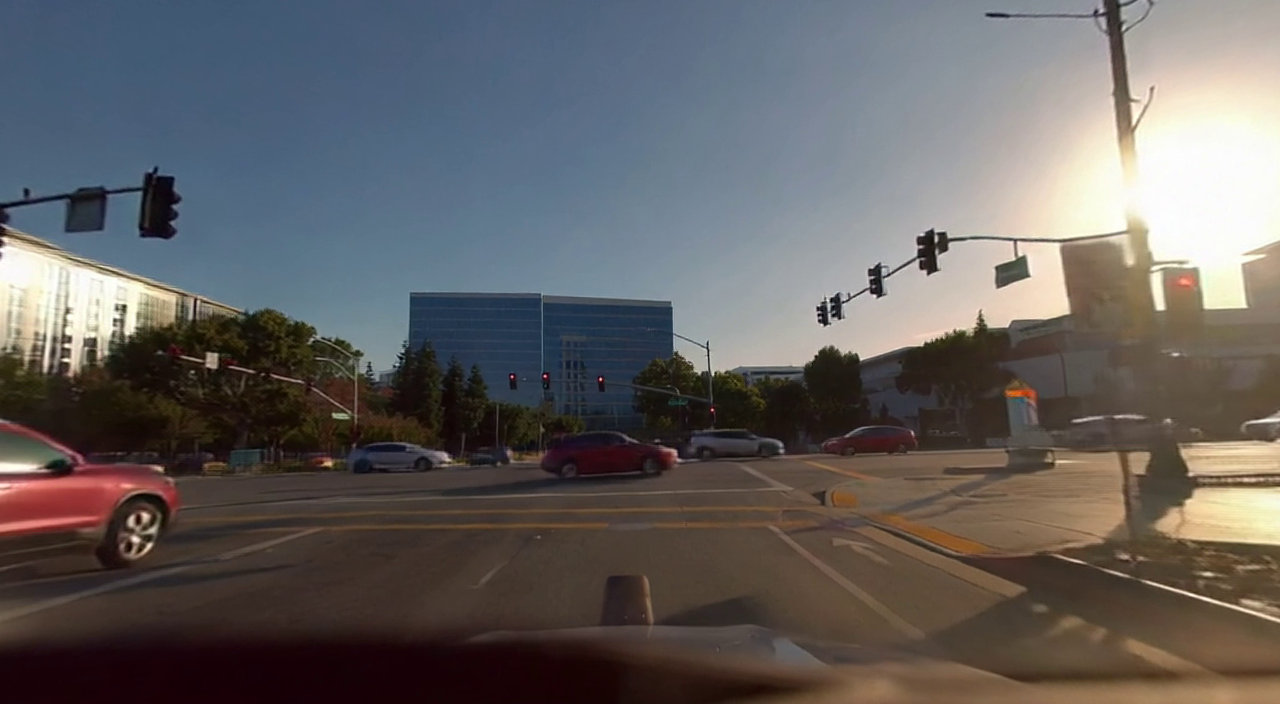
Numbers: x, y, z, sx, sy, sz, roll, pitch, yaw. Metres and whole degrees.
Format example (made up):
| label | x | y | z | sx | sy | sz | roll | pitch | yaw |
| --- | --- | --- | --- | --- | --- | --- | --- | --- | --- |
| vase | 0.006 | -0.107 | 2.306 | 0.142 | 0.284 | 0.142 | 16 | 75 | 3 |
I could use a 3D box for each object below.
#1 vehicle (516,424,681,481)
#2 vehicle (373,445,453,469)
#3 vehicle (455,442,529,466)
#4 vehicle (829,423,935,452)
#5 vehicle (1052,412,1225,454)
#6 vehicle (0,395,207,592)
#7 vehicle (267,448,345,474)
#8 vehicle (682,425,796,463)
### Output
| label | x | y | z | sx | sy | sz | roll | pitch | yaw |
| --- | --- | --- | --- | --- | --- | --- | --- | --- | --- |
| vehicle | -1.214 | 3.150 | 19.789 | 4.865 | 1.663 | 1.962 | -1 | -9 | 6 |
| vehicle | -14.442 | 6.680 | 40.220 | 4.459 | 1.477 | 1.754 | -1 | -9 | 6 |
| vehicle | -11.048 | 7.628 | 47.127 | 4.939 | 1.770 | 2.001 | -1 | -9 | 6 |
| vehicle | 12.904 | 4.630 | 33.865 | 4.906 | 1.485 | 1.857 | -1 | -9 | 7 |
| vehicle | 17.687 | 2.924 | 22.563 | 4.515 | 1.422 | 1.802 | -1 | -9 | 4 |
| vehicle | -6.407 | 1.232 | 5.506 | 1.785 | 1.678 | 4.729 | 0 | -9 | 1 |
| vehicle | -23.554 | 7.670 | 44.508 | 4.466 | 1.767 | 1.839 | -1 | -9 | 6 |
| vehicle | 4.135 | 3.922 | 26.850 | 4.591 | 1.525 | 1.836 | -1 | -9 | 6 |
